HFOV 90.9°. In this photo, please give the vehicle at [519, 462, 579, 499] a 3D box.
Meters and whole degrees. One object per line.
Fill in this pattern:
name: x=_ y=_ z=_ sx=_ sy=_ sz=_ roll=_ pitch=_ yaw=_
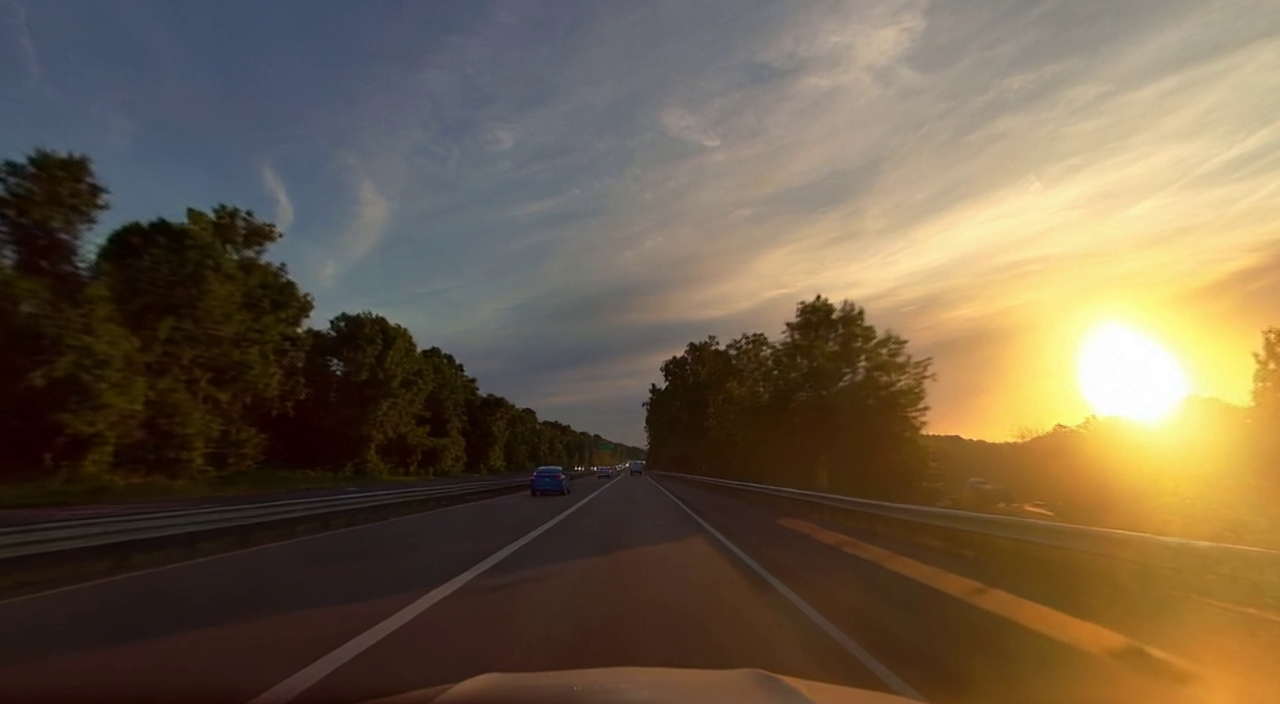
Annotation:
vehicle: x=-4.144 y=5.959 z=29.380 sx=2.040 sy=1.525 sz=4.603 roll=1 pitch=-11 yaw=1
